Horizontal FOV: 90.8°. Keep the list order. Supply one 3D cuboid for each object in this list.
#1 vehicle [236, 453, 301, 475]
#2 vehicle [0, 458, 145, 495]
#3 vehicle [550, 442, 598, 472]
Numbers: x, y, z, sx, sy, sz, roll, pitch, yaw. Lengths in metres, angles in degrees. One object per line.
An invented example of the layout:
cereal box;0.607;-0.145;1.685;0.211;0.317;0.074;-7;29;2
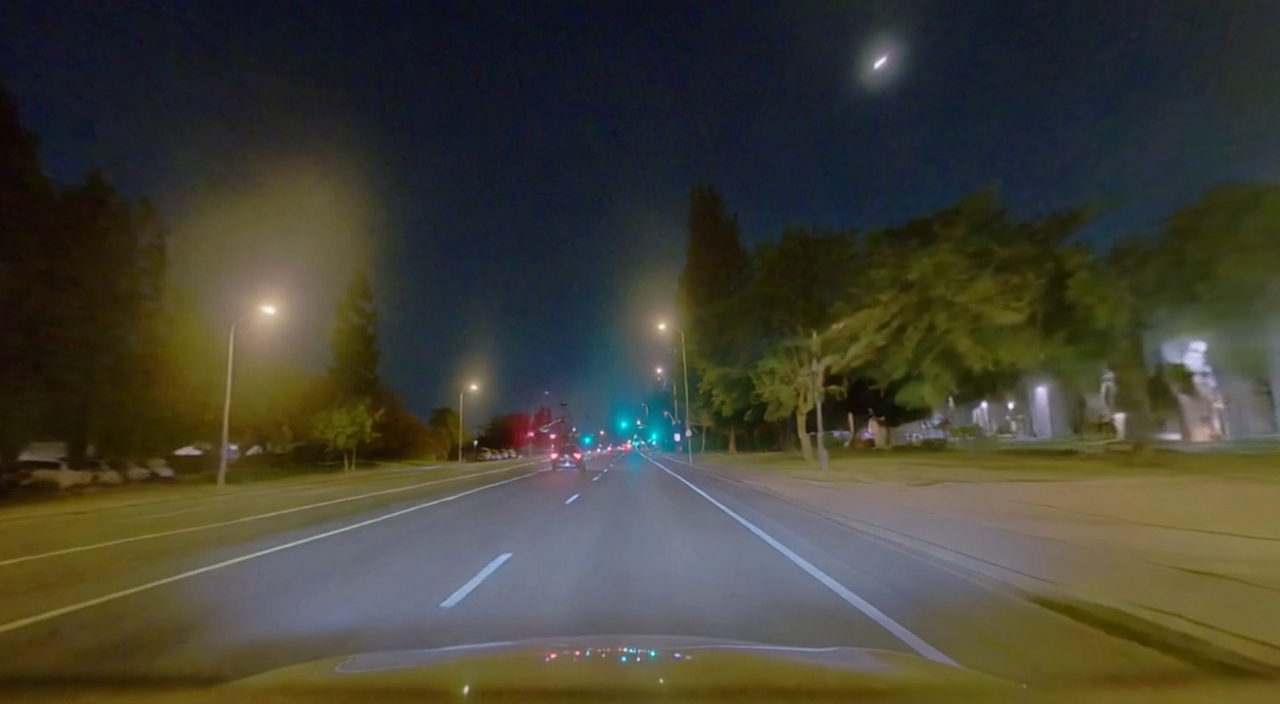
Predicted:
vehicle;-28.759;8.685;49.003;3.814;1.512;1.948;1;-8;2
vehicle;-23.801;5.192;26.509;4.235;1.456;2.171;0;-9;1
vehicle;-3.385;5.463;33.171;2.030;1.467;4.251;0;-9;0
